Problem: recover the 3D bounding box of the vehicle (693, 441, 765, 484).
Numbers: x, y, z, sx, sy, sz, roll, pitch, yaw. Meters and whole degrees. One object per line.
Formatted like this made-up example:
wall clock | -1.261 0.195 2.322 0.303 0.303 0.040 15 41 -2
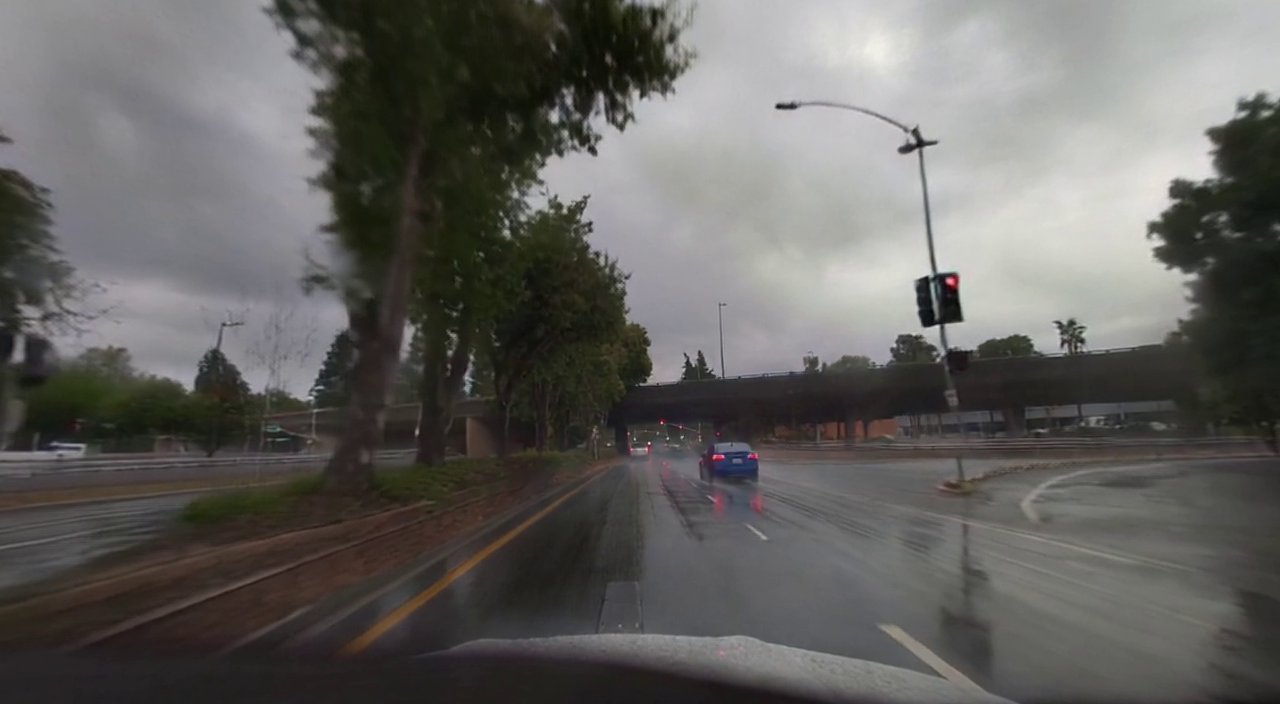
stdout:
vehicle | 3.309 4.217 24.428 2.062 1.484 4.332 0 -8 -1
